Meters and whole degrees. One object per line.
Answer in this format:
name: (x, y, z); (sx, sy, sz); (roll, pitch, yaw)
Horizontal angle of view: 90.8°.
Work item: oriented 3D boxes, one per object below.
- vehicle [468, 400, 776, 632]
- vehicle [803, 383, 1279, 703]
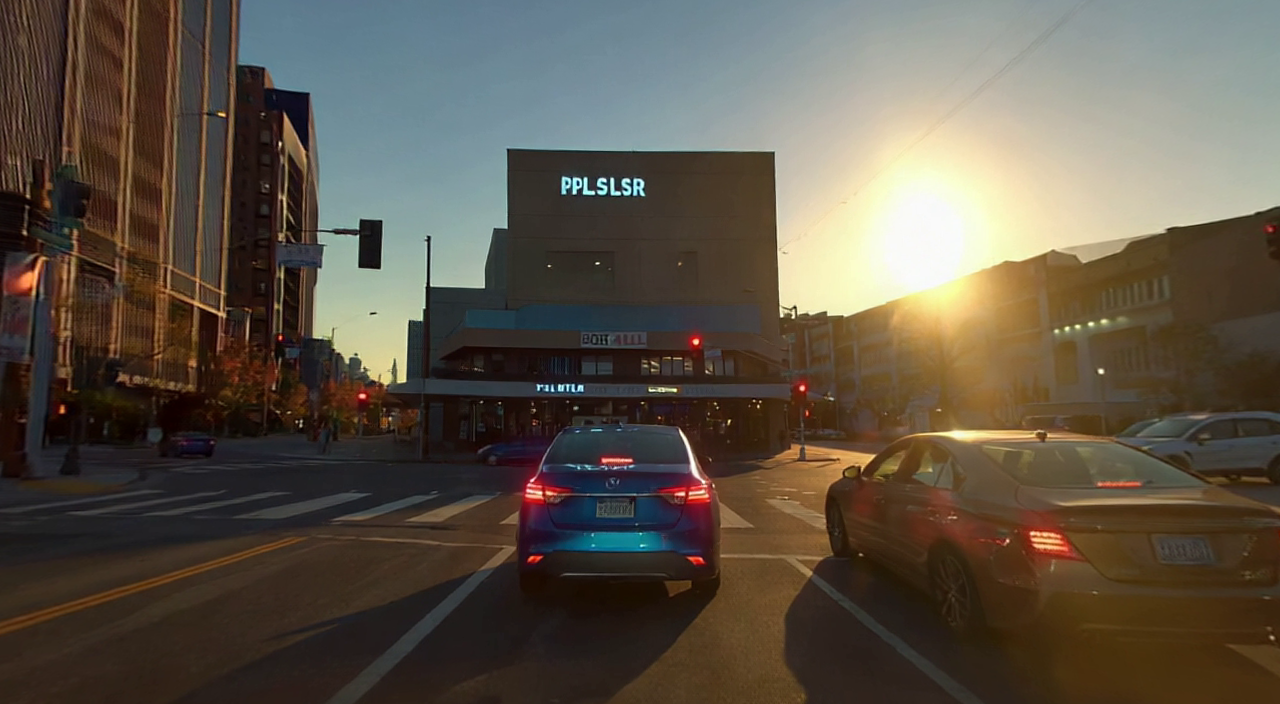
vehicle: (-0.146, 1.485, 6.804); (2.123, 1.589, 4.702); (0, -8, -1)
vehicle: (3.038, 1.304, 5.449); (1.983, 1.654, 4.354); (0, -8, -2)
